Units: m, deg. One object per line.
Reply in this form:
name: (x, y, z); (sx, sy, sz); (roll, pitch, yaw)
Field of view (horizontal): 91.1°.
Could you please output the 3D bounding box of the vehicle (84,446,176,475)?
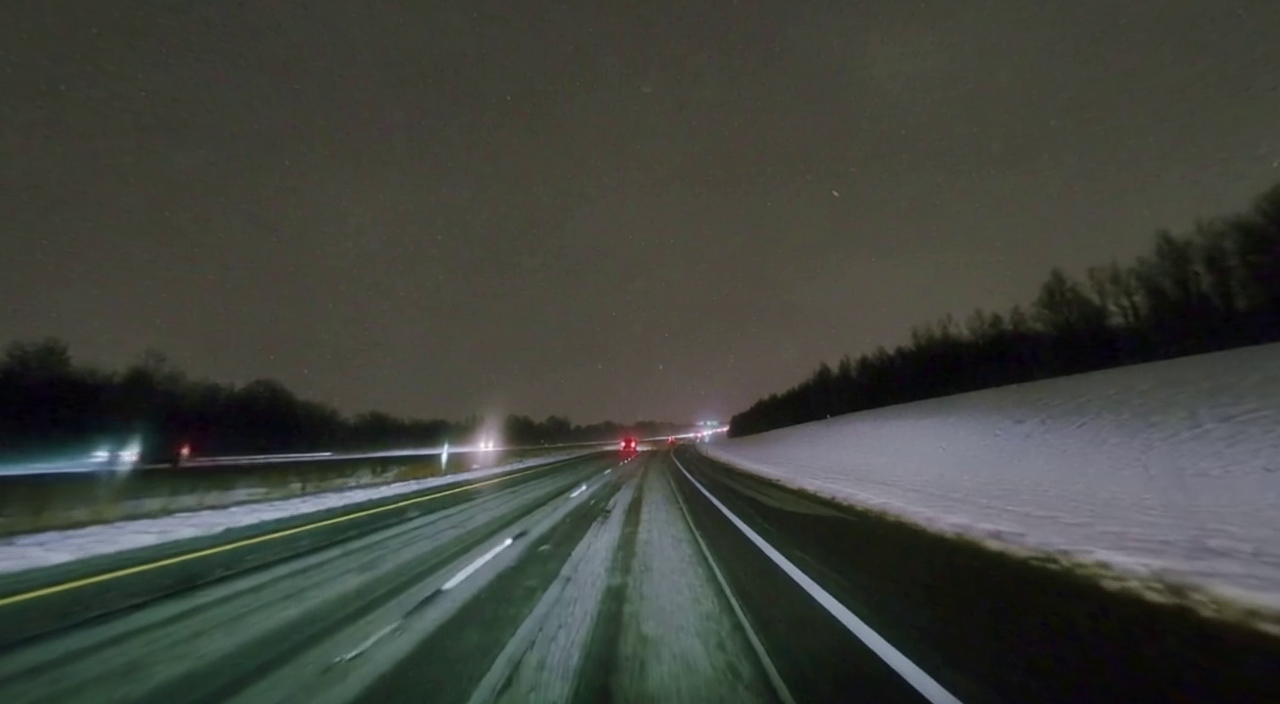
vehicle: (-31.709, 6.728, 39.207); (1.904, 1.716, 4.413); (-1, -8, 1)
